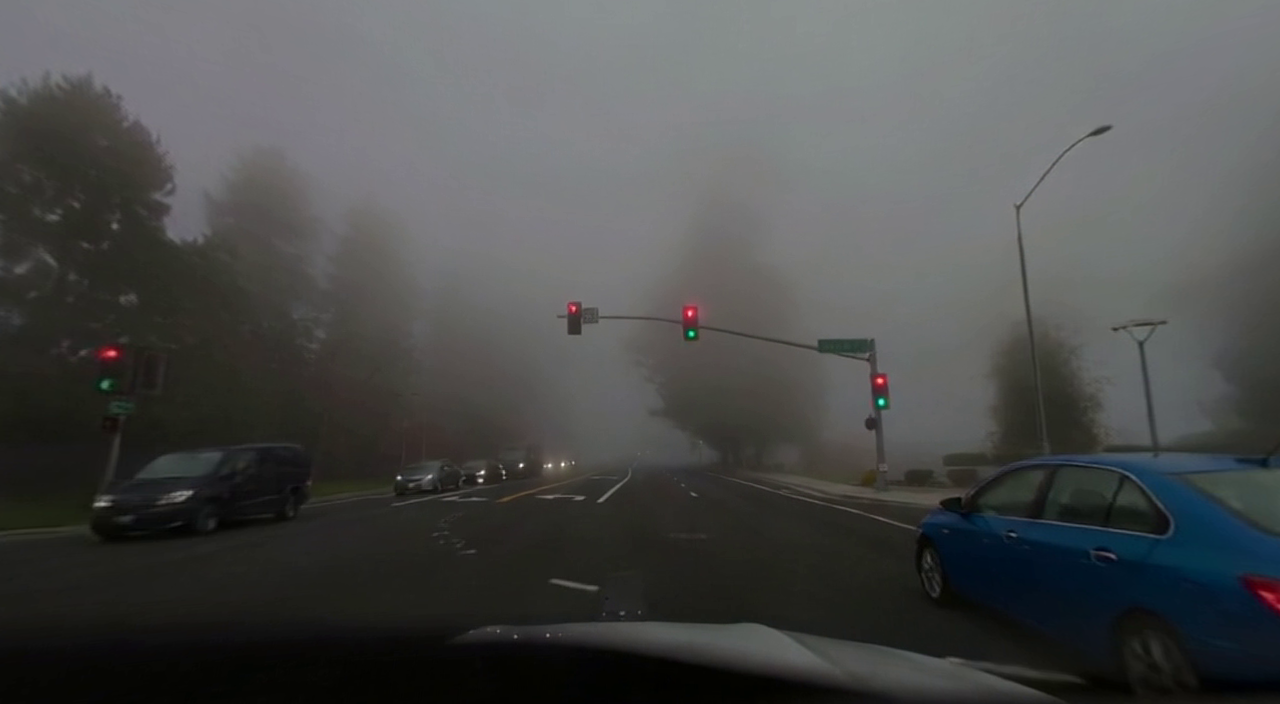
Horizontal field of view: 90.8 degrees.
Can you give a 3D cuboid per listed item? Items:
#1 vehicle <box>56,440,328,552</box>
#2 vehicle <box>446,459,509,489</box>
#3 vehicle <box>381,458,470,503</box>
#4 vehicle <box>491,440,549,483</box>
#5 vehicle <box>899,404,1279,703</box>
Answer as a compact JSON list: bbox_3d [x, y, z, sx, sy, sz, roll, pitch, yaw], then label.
[{"bbox_3d":[-8.823,2.822,13.182,2.130,1.874,4.691,0,-9,1],"label":"vehicle"},{"bbox_3d":[-8.747,6.618,34.538,2.190,1.455,4.516,0,-9,1],"label":"vehicle"},{"bbox_3d":[-8.236,4.952,24.737,1.906,1.468,4.686,0,-9,-1],"label":"vehicle"},{"bbox_3d":[-8.256,7.572,44.226,2.617,2.736,6.621,-1,-9,1],"label":"vehicle"},{"bbox_3d":[3.938,1.302,4.592,2.129,1.581,4.780,0,-9,1],"label":"vehicle"}]
